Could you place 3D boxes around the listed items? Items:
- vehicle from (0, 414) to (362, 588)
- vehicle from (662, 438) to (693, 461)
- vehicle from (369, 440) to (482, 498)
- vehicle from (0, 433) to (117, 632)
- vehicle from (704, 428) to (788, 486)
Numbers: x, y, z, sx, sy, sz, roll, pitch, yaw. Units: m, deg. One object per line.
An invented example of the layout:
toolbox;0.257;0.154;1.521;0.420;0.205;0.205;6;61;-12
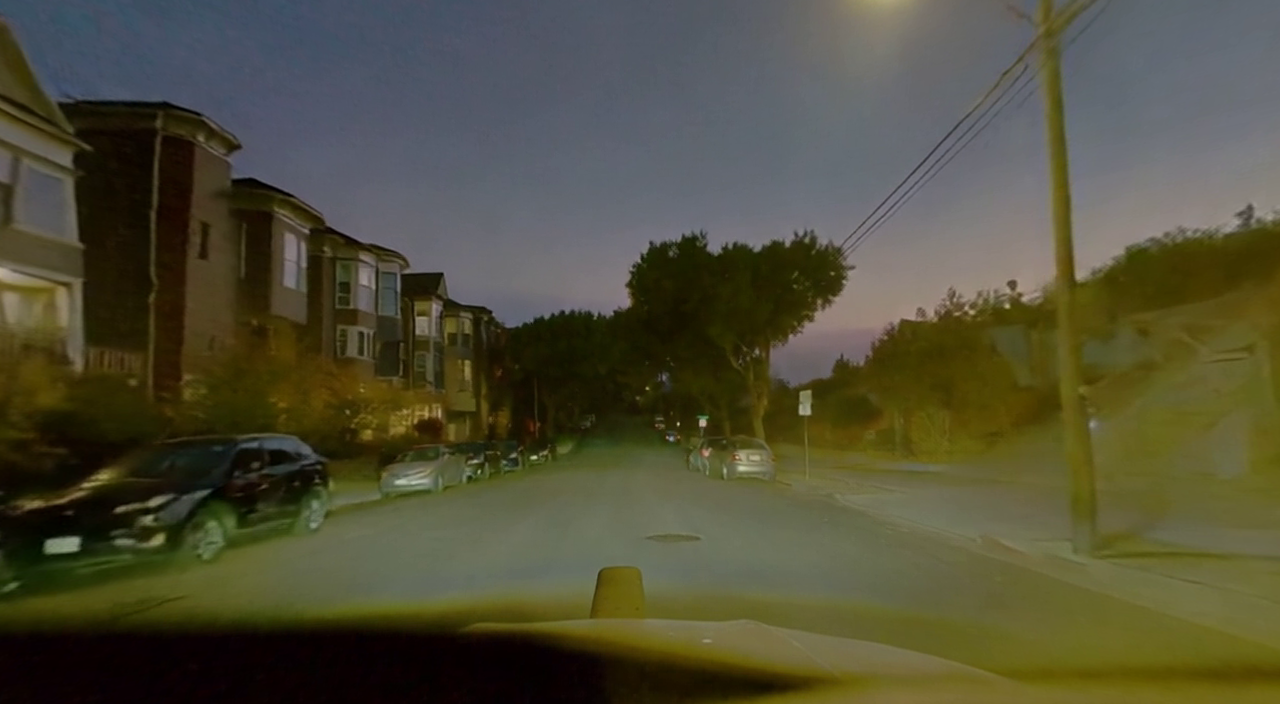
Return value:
vehicle;-5.753;1.802;8.530;1.958;1.682;4.536;0;-8;-1
vehicle;2.795;7.396;48.102;1.966;1.620;4.187;0;-8;-3
vehicle;-6.073;3.341;18.442;2.003;1.489;4.051;0;-8;-2
vehicle;-5.784;1.180;3.510;1.998;1.485;4.476;0;-8;-2
vehicle;3.466;3.548;21.551;1.952;1.738;4.518;0;-8;-1
